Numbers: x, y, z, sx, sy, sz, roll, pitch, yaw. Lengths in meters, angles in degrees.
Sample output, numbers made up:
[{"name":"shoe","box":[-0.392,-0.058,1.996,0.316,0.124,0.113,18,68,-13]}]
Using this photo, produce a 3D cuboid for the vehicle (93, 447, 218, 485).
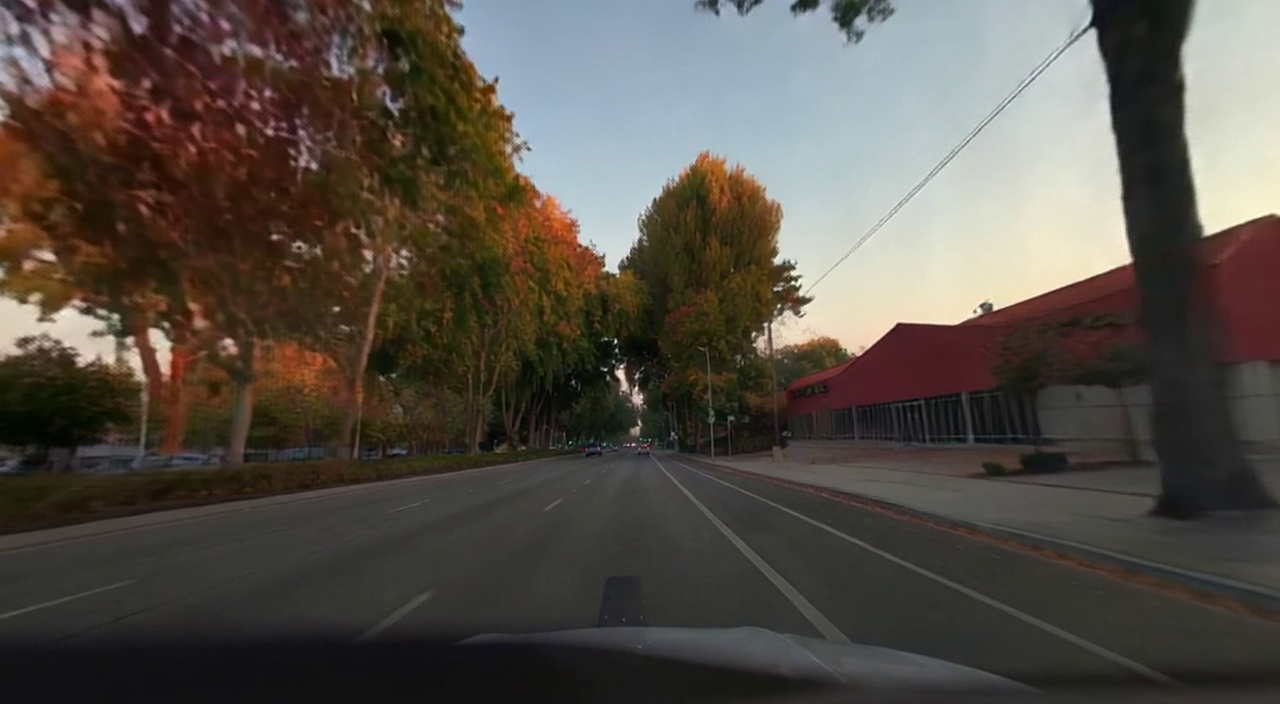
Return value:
[{"name":"vehicle","box":[-27.157,6.376,35.720,2.400,1.926,5.817,0,-9,1]}]
